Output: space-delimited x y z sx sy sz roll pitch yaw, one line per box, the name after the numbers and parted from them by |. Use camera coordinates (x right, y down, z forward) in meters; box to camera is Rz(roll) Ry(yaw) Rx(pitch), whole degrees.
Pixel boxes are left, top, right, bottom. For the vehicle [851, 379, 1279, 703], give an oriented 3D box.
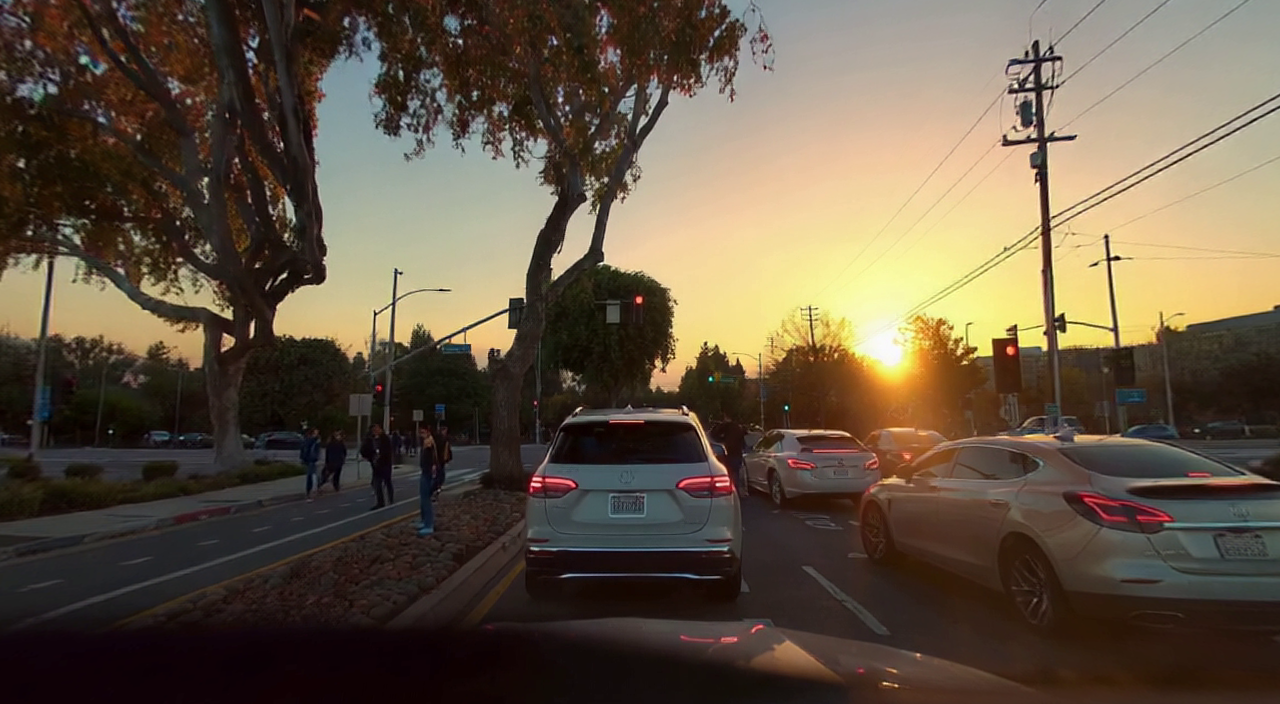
3.548 1.299 5.503 1.948 1.677 4.437 0 -8 1 | vehicle

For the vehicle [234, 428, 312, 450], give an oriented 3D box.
-27.392 6.525 47.187 4.587 1.639 1.878 0 -8 0 | vehicle

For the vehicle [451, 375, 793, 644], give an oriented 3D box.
-0.167 1.371 6.524 2.271 1.786 4.443 0 -8 -1 | vehicle

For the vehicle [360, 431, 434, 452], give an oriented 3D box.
-17.790 6.562 46.345 4.607 1.478 1.995 0 -8 0 | vehicle
